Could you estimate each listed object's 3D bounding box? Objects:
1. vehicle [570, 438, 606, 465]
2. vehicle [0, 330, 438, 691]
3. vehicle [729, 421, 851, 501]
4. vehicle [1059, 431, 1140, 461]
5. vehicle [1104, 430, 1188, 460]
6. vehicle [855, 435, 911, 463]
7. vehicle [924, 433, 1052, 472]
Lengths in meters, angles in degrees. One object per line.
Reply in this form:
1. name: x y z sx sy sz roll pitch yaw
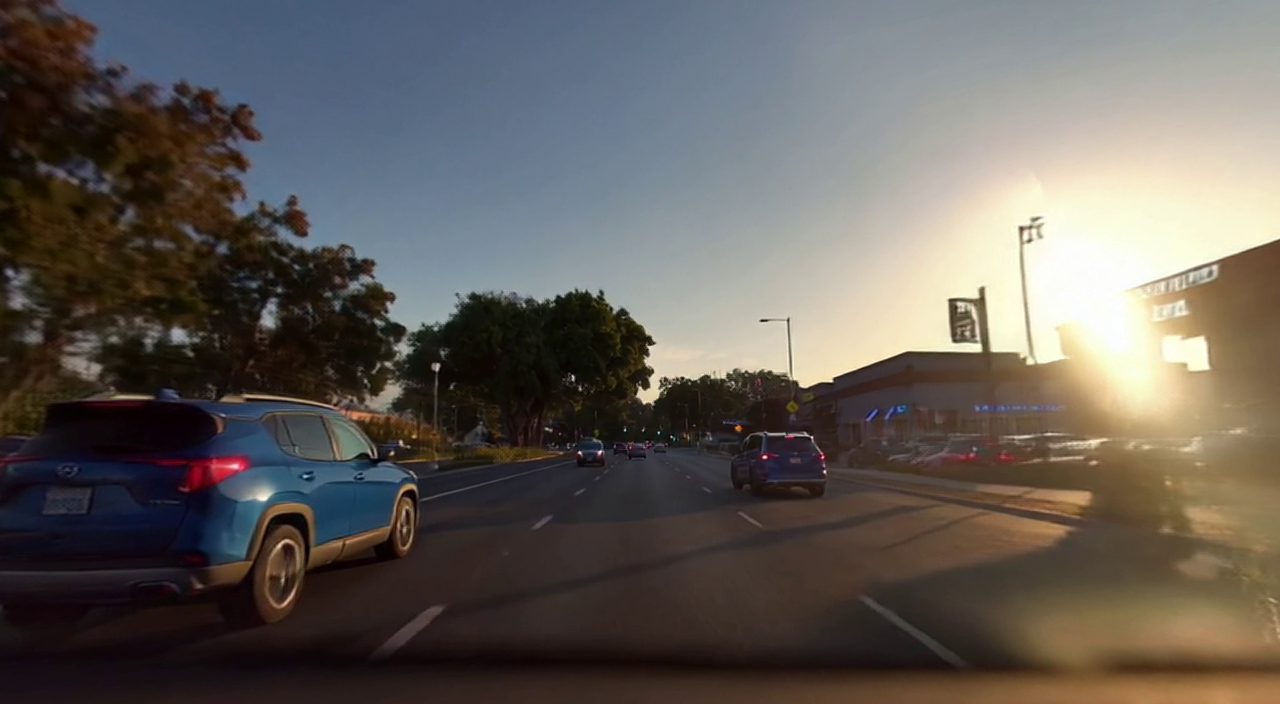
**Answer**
1. vehicle: -3.623 6.974 44.424 2.112 1.775 4.404 0 -8 1
2. vehicle: -3.788 1.182 5.837 2.210 1.925 4.838 0 -8 0
3. vehicle: 3.669 2.782 16.380 2.024 1.773 4.431 0 -8 -1
4. vehicle: 29.185 6.002 40.221 2.051 1.813 4.095 0 -8 1
5. vehicle: 32.079 5.946 40.115 1.946 1.801 4.064 0 -8 0
6. vehicle: 15.686 6.298 40.927 1.897 1.662 4.504 0 -8 1
7. vehicle: 13.745 3.975 25.058 4.040 1.497 1.702 0 -8 -1
